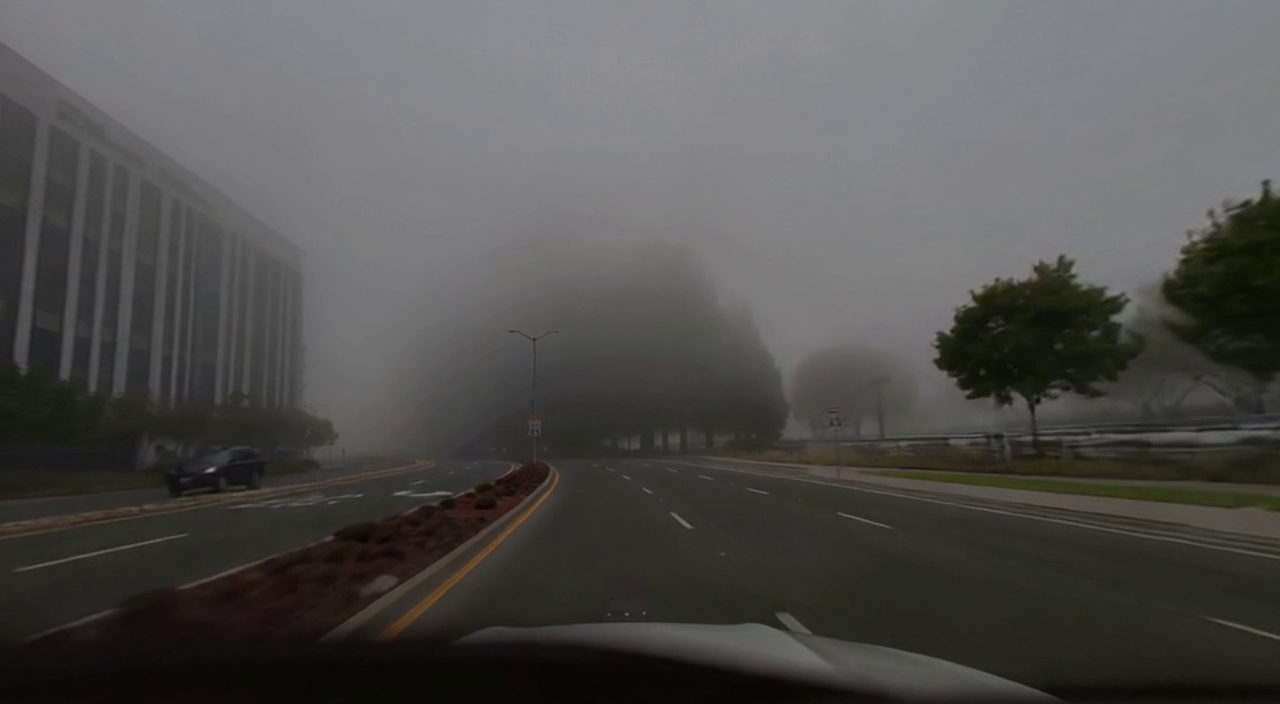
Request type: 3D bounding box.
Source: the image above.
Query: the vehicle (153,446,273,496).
[{"bbox_3d":[-17.037,4.716,25.485,2.091,1.809,4.550,1,-9,-7],"label":"vehicle"}]
